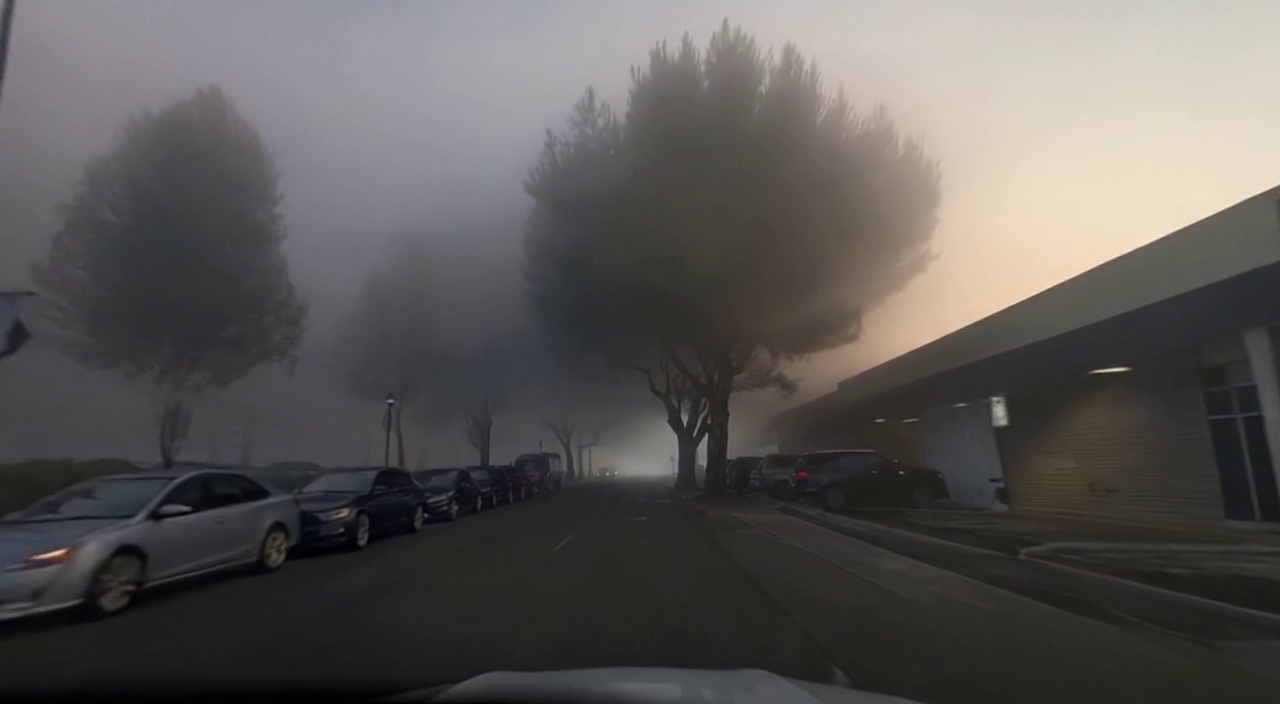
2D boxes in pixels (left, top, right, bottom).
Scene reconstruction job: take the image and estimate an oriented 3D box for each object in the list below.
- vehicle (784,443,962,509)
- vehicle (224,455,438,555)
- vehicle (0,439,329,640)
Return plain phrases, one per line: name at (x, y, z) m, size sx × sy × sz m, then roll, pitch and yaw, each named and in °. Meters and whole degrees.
vehicle at (6.414, 3.476, 17.732) m, size 4.193 × 1.665 × 1.924 m, roll 1°, pitch -11°, yaw -1°
vehicle at (-5.664, 2.864, 12.297) m, size 1.939 × 1.565 × 4.185 m, roll 0°, pitch -11°, yaw 2°
vehicle at (-5.733, 1.952, 7.462) m, size 1.832 × 1.623 × 4.424 m, roll 1°, pitch -11°, yaw -1°
